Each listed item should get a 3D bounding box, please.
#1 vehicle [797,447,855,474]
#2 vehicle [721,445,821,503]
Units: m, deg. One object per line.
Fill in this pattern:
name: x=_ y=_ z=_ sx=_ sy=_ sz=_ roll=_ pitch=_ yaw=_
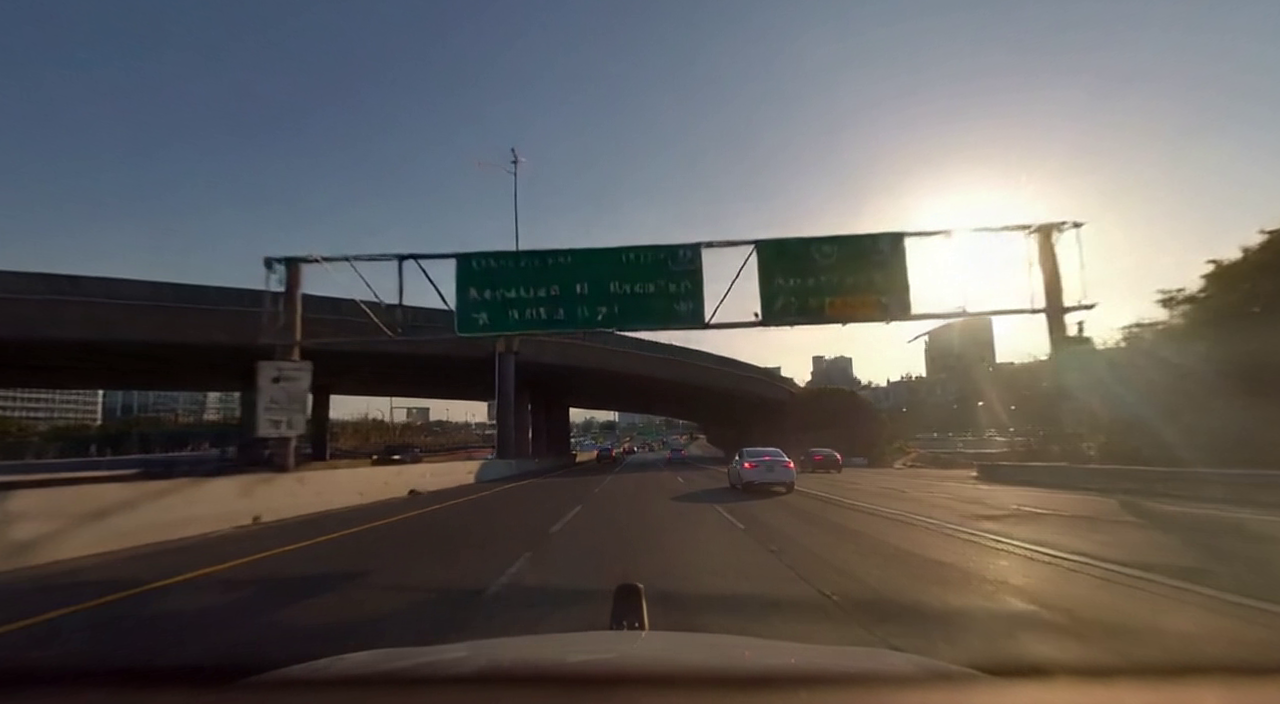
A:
vehicle: x=10.909 y=6.390 z=37.404 sx=2.019 sy=1.529 sz=4.385 roll=0 pitch=-9 yaw=-1
vehicle: x=3.721 y=3.518 z=18.716 sx=1.961 sy=1.504 sz=4.094 roll=0 pitch=-9 yaw=-2
